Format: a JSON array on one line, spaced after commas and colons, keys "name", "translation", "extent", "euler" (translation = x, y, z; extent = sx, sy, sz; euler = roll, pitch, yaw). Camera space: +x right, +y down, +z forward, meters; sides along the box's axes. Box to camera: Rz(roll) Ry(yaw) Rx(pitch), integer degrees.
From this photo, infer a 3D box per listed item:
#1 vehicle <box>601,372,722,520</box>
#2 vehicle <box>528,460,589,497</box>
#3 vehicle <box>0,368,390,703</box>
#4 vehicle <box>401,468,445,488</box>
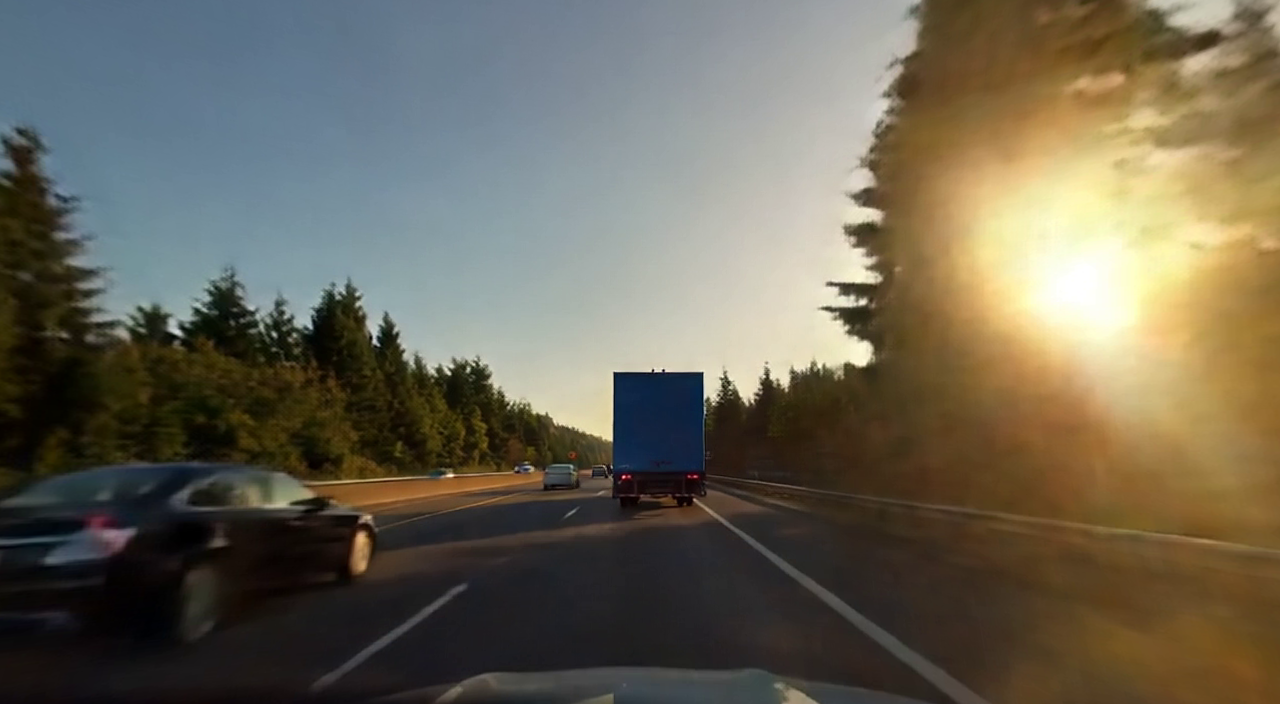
[{"name": "vehicle", "translation": [0.571, 3.212, 20.676], "extent": [3.008, 3.678, 9.512], "euler": [1, -10, 0]}, {"name": "vehicle", "translation": [-3.597, 5.722, 28.769], "extent": [2.079, 1.506, 4.821], "euler": [0, -10, 1]}, {"name": "vehicle", "translation": [-3.787, 1.246, 4.498], "extent": [2.076, 1.691, 4.555], "euler": [1, -10, 0]}, {"name": "vehicle", "translation": [-16.305, 9.518, 47.584], "extent": [1.737, 1.393, 4.108], "euler": [0, -10, 1]}]
